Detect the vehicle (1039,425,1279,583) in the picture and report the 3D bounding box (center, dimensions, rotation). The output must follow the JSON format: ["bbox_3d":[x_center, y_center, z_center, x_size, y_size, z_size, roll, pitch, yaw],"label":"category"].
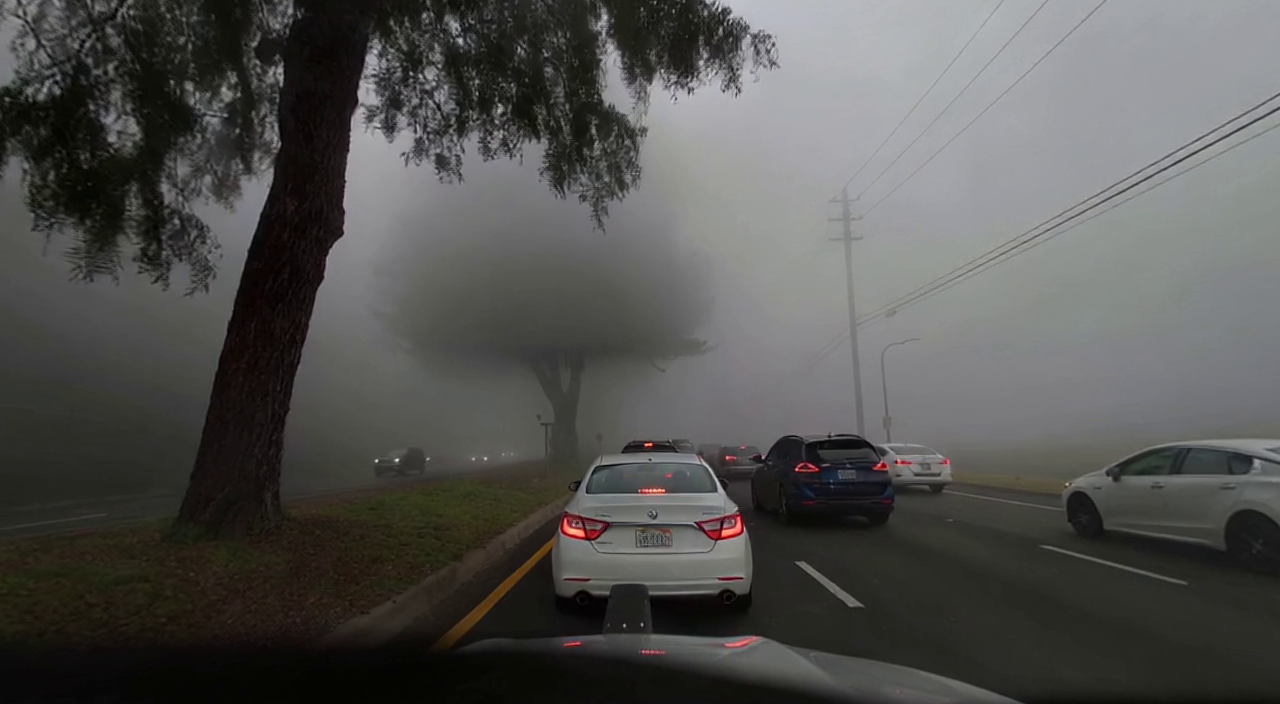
[{"bbox_3d":[6.993,1.627,7.292,1.850,1.480,4.474,0,-8,1],"label":"vehicle"}]

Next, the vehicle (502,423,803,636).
[{"bbox_3d":[0.069,1.538,6.470,2.108,1.479,3.935,0,-8,-1],"label":"vehicle"}]

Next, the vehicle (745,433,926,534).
[{"bbox_3d":[3.334,2.312,11.745,1.979,1.504,4.156,0,-8,-1],"label":"vehicle"}]

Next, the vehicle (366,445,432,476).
[{"bbox_3d":[-15.237,6.899,40.302,2.056,1.809,5.354,0,-8,0],"label":"vehicle"}]
